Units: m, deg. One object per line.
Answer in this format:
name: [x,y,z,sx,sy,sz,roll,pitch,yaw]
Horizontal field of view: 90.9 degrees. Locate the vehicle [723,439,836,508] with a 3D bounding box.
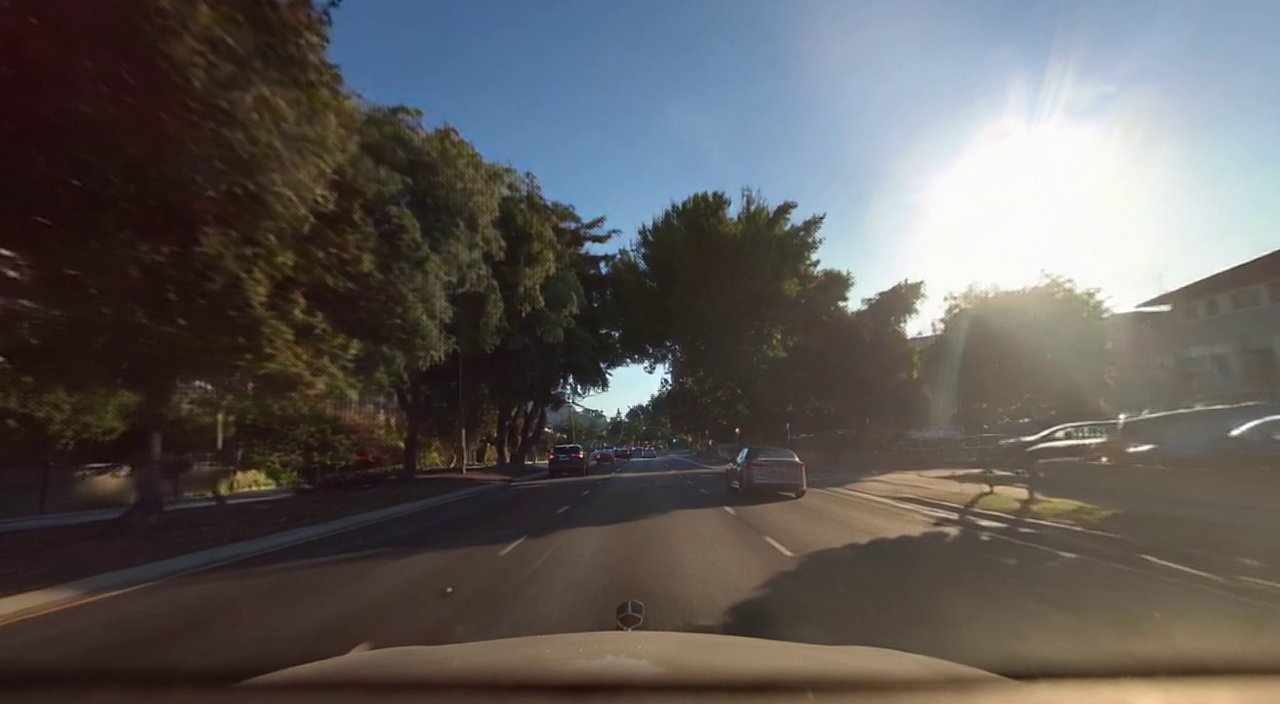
vehicle: [3.430,3.061,16.389,1.945,1.530,4.320,0,-9,0]

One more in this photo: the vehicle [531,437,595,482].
vehicle: [-3.356,4.817,28.418,2.216,1.828,4.886,0,-9,1]
